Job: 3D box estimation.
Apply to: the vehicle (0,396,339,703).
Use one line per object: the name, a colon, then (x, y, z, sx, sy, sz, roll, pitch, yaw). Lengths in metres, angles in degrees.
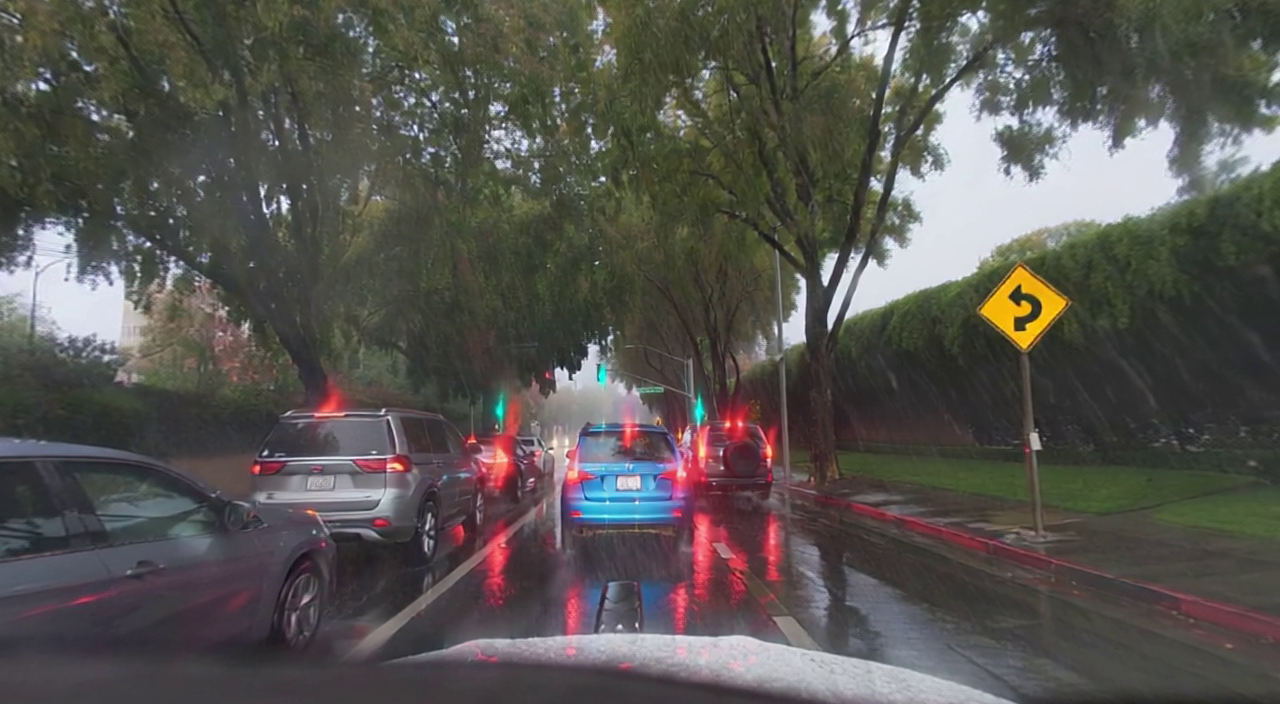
vehicle: (-2.947, 0.840, 1.623, 1.974, 1.484, 4.716, 0, -8, 1)

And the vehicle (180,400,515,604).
vehicle: (-2.891, 1.575, 7.446, 1.964, 1.712, 4.097, 0, -8, 0)

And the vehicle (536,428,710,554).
vehicle: (-0.251, 1.916, 9.336, 2.025, 1.453, 3.848, 0, -8, -2)

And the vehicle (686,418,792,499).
vehicle: (2.456, 2.805, 16.872, 2.059, 1.864, 4.541, 0, -8, -1)

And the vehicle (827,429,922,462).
vehicle: (11.373, 4.556, 30.693, 3.883, 1.534, 1.779, 0, -8, 2)
